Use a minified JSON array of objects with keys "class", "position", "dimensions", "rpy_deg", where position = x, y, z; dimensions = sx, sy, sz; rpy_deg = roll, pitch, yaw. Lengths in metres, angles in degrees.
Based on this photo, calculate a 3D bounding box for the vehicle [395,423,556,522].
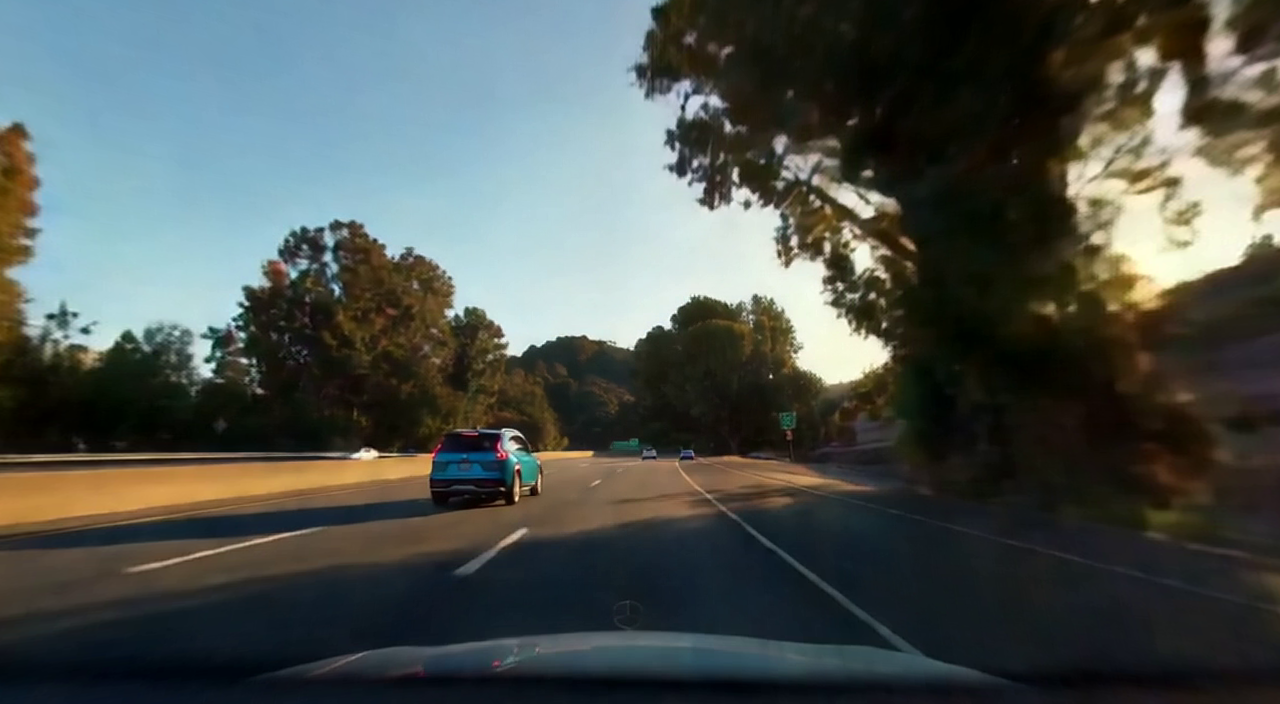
[{"class":"vehicle","position":[-3.353,2.562,14.013],"dimensions":[2.183,1.803,4.685],"rpy_deg":[0,-8,2]}]
